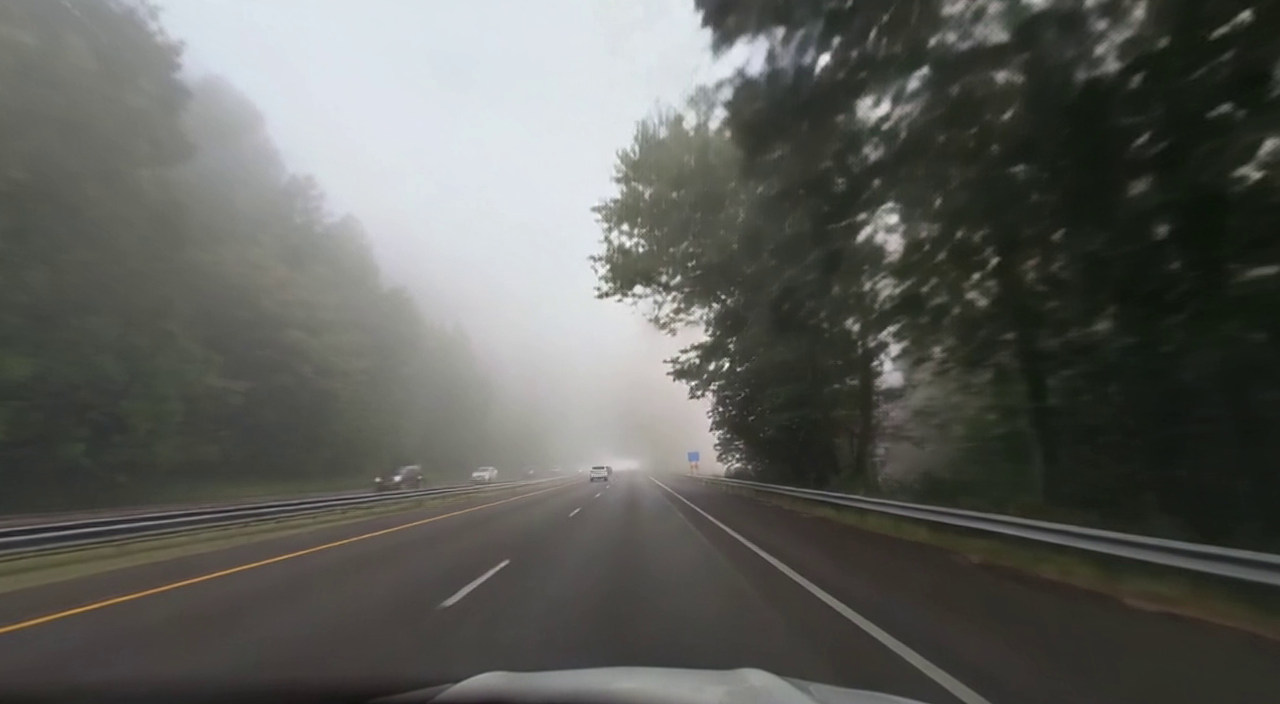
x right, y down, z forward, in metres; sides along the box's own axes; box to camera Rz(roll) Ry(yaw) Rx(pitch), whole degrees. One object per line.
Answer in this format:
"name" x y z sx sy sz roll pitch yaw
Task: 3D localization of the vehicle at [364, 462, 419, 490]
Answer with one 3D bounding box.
"vehicle" -17.195 8.595 43.884 1.967 1.798 4.485 1 -11 -1
